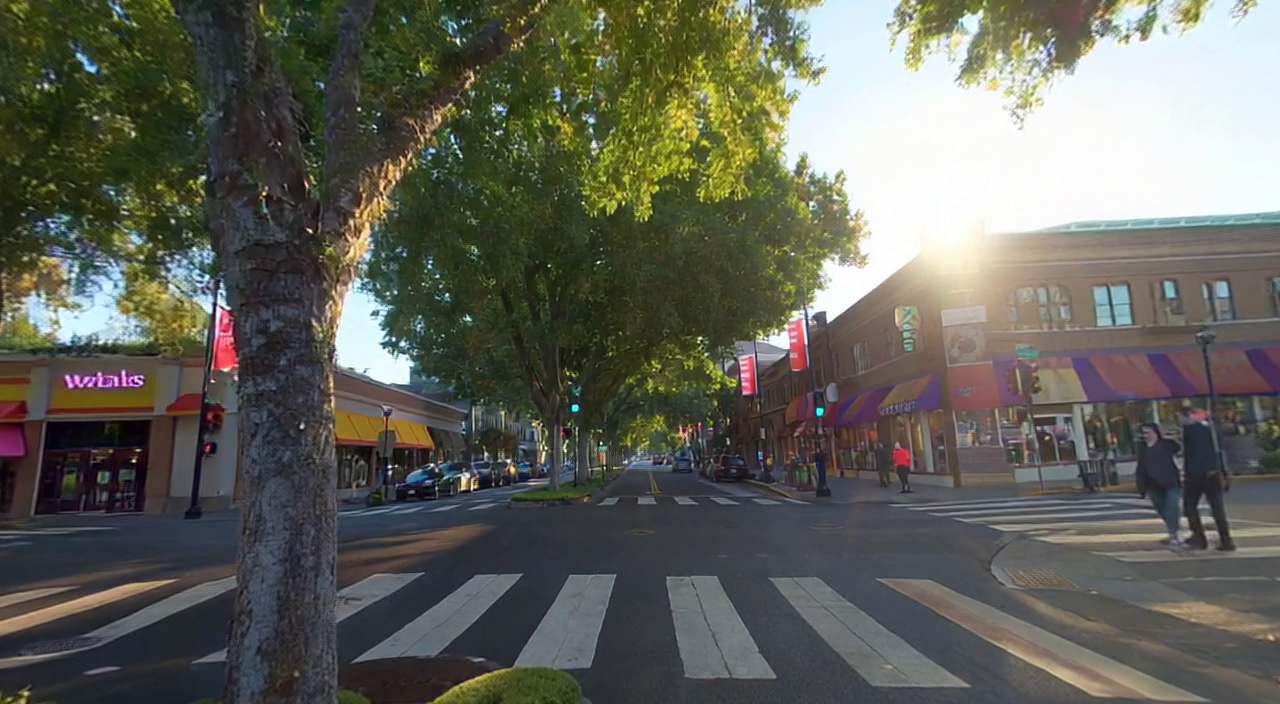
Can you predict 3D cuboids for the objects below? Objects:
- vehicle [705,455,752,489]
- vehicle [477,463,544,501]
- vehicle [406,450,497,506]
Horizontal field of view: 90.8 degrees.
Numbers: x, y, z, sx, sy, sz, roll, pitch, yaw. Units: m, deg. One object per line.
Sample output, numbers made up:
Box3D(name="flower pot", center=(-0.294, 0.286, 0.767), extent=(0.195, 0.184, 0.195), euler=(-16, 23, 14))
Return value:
Box3D(name="vehicle", center=(5.194, 7.103, 37.714), extent=(2.010, 1.844, 4.386), euler=(0, -8, -2))
Box3D(name="vehicle", center=(-5.757, 5.829, 28.625), extent=(1.983, 1.438, 4.559), euler=(0, -8, 1))
Box3D(name="vehicle", center=(-8.815, 5.909, 30.309), extent=(2.489, 2.323, 5.843), euler=(0, -8, 1))
